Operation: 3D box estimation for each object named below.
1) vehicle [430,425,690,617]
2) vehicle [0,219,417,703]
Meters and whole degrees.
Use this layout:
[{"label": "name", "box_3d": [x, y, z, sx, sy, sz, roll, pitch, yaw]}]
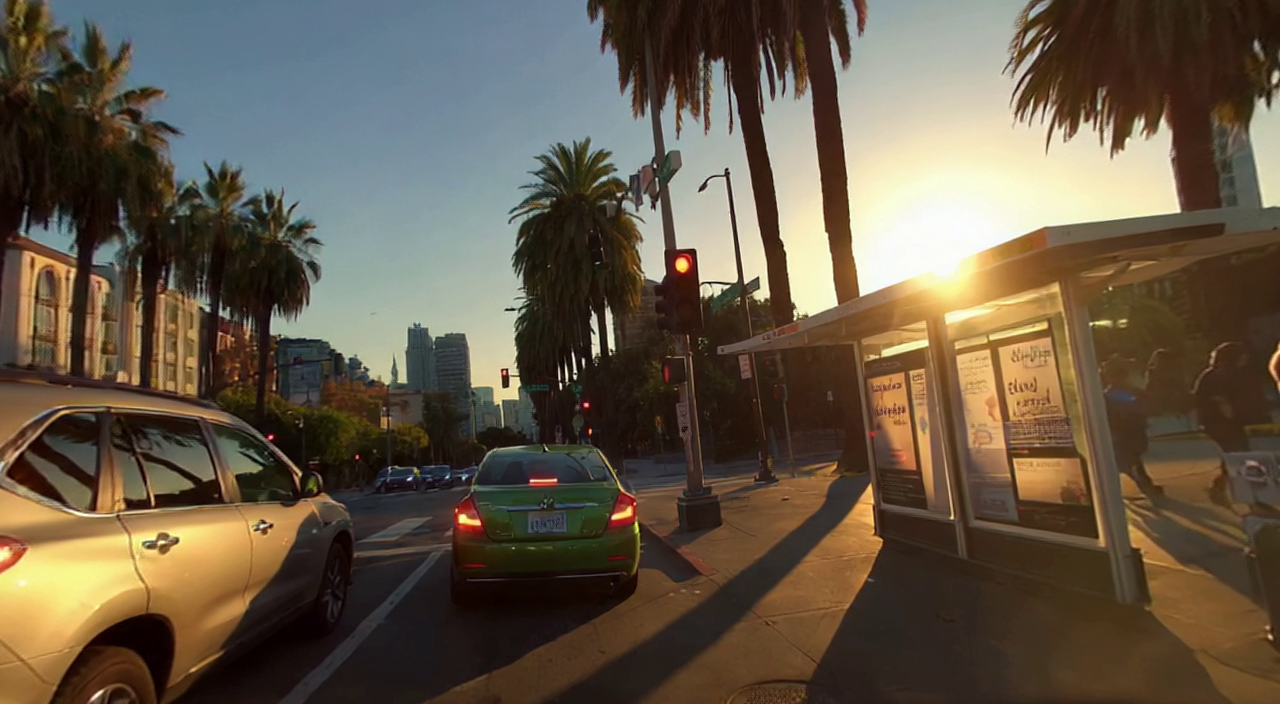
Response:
[{"label": "vehicle", "box_3d": [-1.024, 1.652, 7.240, 2.065, 1.467, 4.289, 2, -9, -11]}, {"label": "vehicle", "box_3d": [-2.765, 0.905, 3.221, 2.098, 1.851, 4.571, 1, -9, -7]}]
